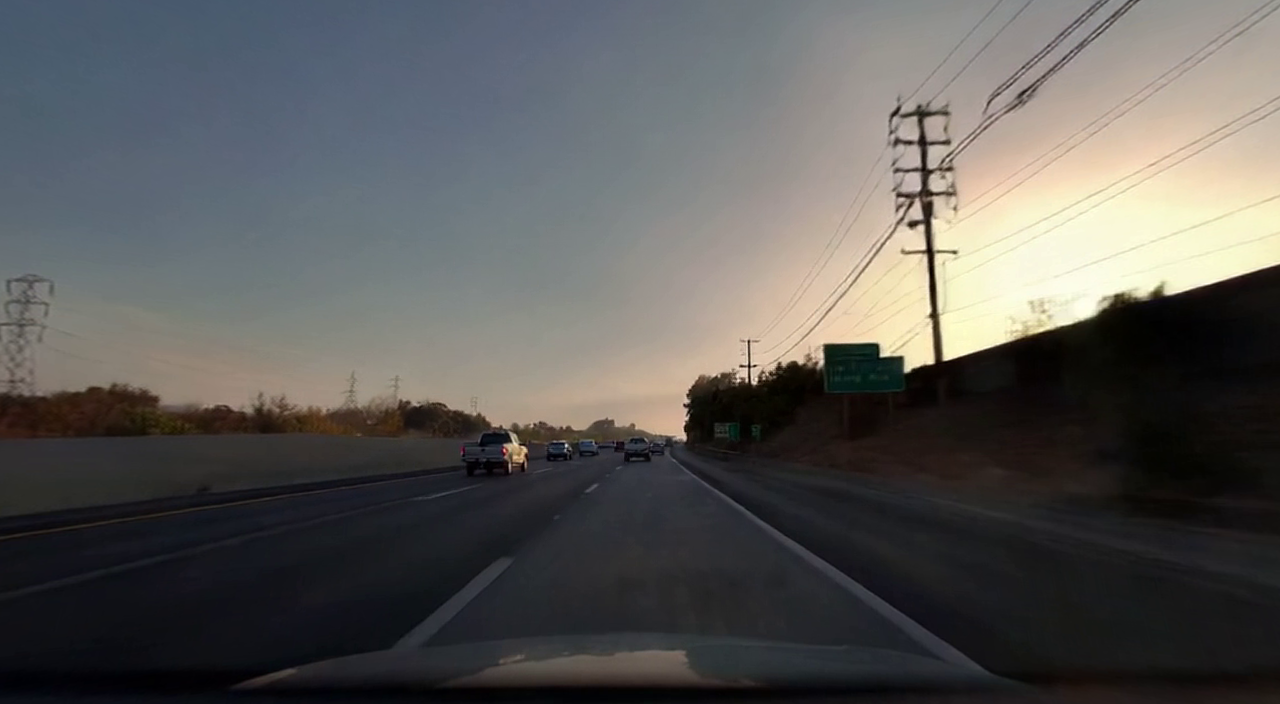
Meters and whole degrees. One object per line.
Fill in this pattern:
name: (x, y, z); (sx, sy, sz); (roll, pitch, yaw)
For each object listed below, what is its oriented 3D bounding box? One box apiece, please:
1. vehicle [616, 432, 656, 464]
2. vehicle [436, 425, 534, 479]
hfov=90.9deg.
vehicle: (-0.206, 6.471, 42.700); (2.448, 2.025, 5.193); (-1, -8, 2)
vehicle: (-6.293, 4.186, 26.645); (2.460, 1.992, 6.474); (0, -8, 1)
